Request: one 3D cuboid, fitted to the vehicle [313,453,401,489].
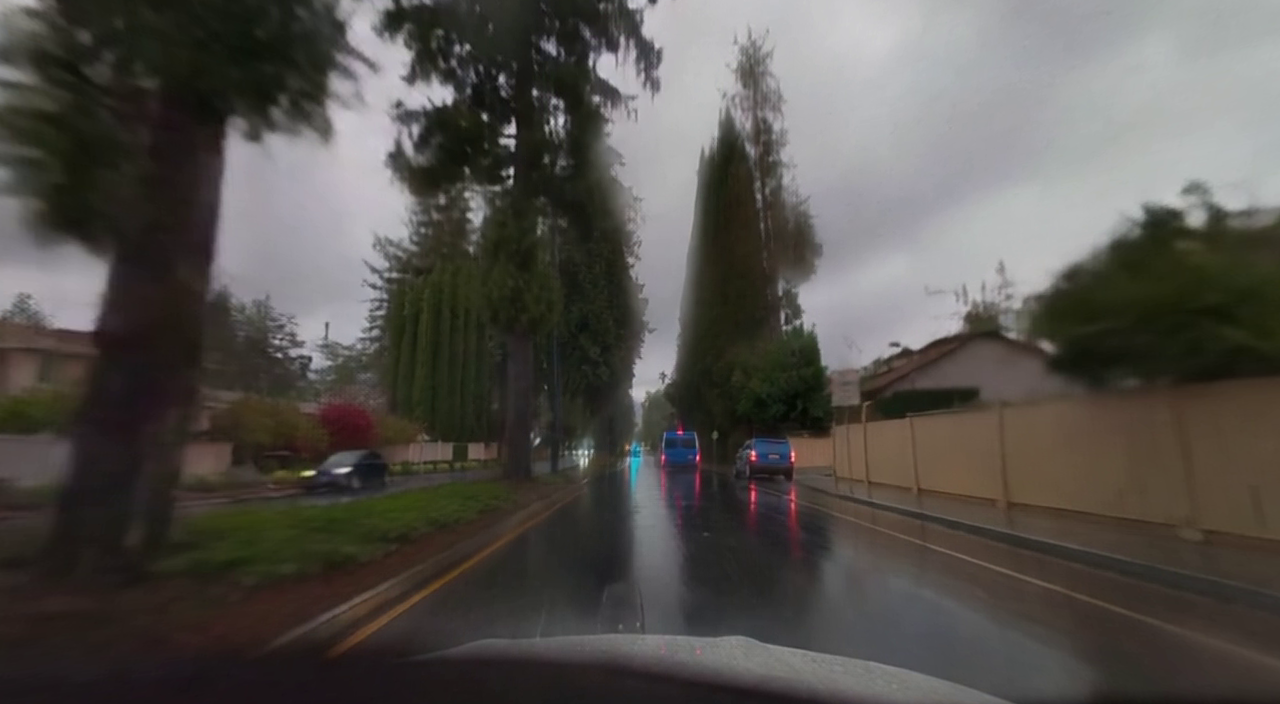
[{"bbox_3d":[-13.091,5.511,29.601,1.908,1.477,4.750,0,-8,0],"label":"vehicle"}]

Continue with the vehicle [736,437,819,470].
[{"bbox_3d":[9.137,6.784,42.328,4.990,2.142,2.488,0,-9,1],"label":"vehicle"}]
